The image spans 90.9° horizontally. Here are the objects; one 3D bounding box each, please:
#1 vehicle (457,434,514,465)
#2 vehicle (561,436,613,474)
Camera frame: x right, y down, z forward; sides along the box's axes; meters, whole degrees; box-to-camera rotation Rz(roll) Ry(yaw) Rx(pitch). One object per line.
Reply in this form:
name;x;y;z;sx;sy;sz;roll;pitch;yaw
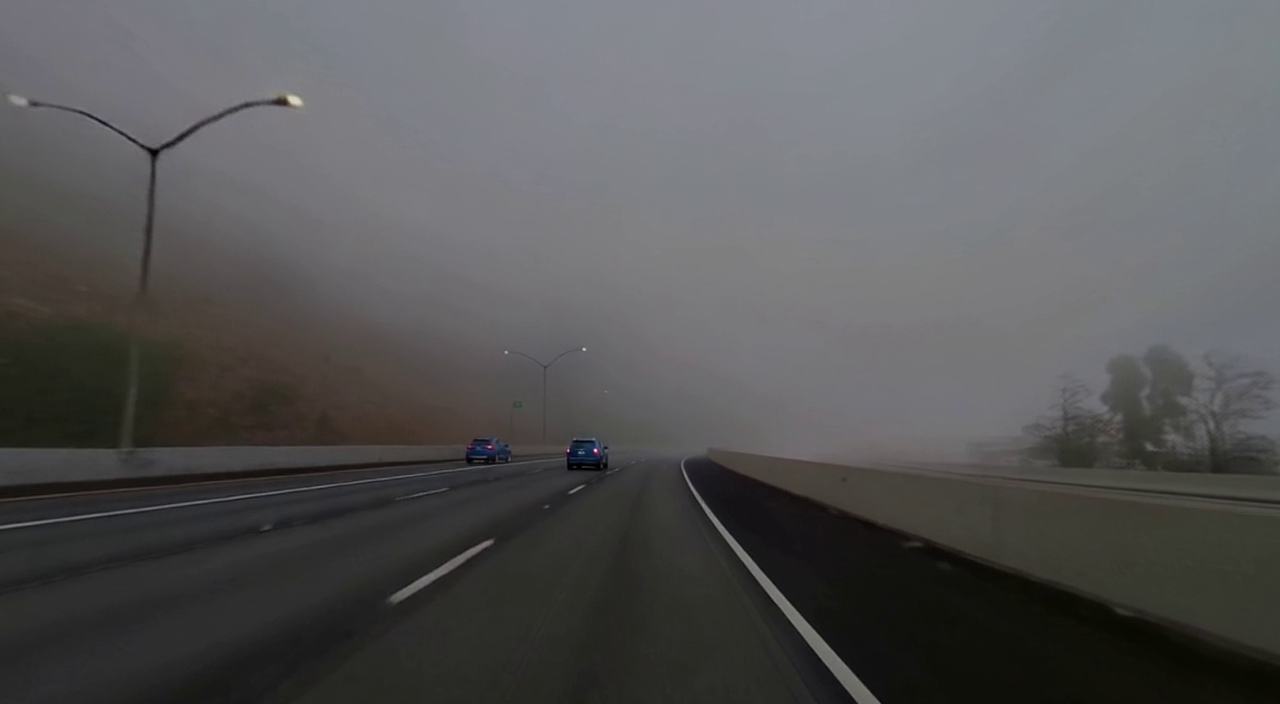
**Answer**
vehicle;-9.443;5.995;38.884;2.039;1.746;4.528;-1;-8;5
vehicle;-2.633;5.201;32.188;2.028;1.782;4.150;-1;-8;4
